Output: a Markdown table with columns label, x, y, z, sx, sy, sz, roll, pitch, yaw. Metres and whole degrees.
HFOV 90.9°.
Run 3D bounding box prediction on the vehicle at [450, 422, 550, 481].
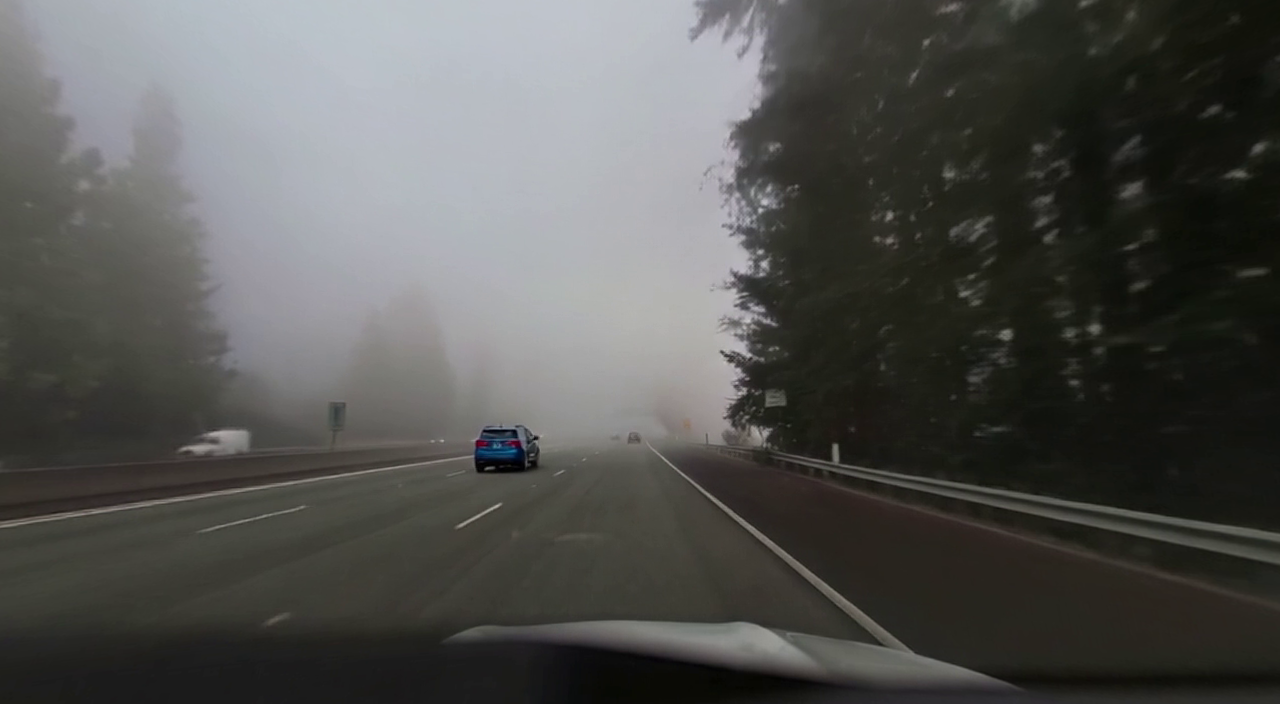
| label | x | y | z | sx | sy | sz | roll | pitch | yaw |
| --- | --- | --- | --- | --- | --- | --- | --- | --- | --- |
| vehicle | -4.222 | 3.061 | 19.779 | 2.052 | 1.626 | 4.514 | 0 | -8 | 0 |

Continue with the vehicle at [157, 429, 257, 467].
| label | x | y | z | sx | sy | sz | roll | pitch | yaw |
| --- | --- | --- | --- | --- | --- | --- | --- | --- | --- |
| vehicle | -24.077 | 5.349 | 35.308 | 2.063 | 1.952 | 4.896 | 0 | -8 | 1 |
